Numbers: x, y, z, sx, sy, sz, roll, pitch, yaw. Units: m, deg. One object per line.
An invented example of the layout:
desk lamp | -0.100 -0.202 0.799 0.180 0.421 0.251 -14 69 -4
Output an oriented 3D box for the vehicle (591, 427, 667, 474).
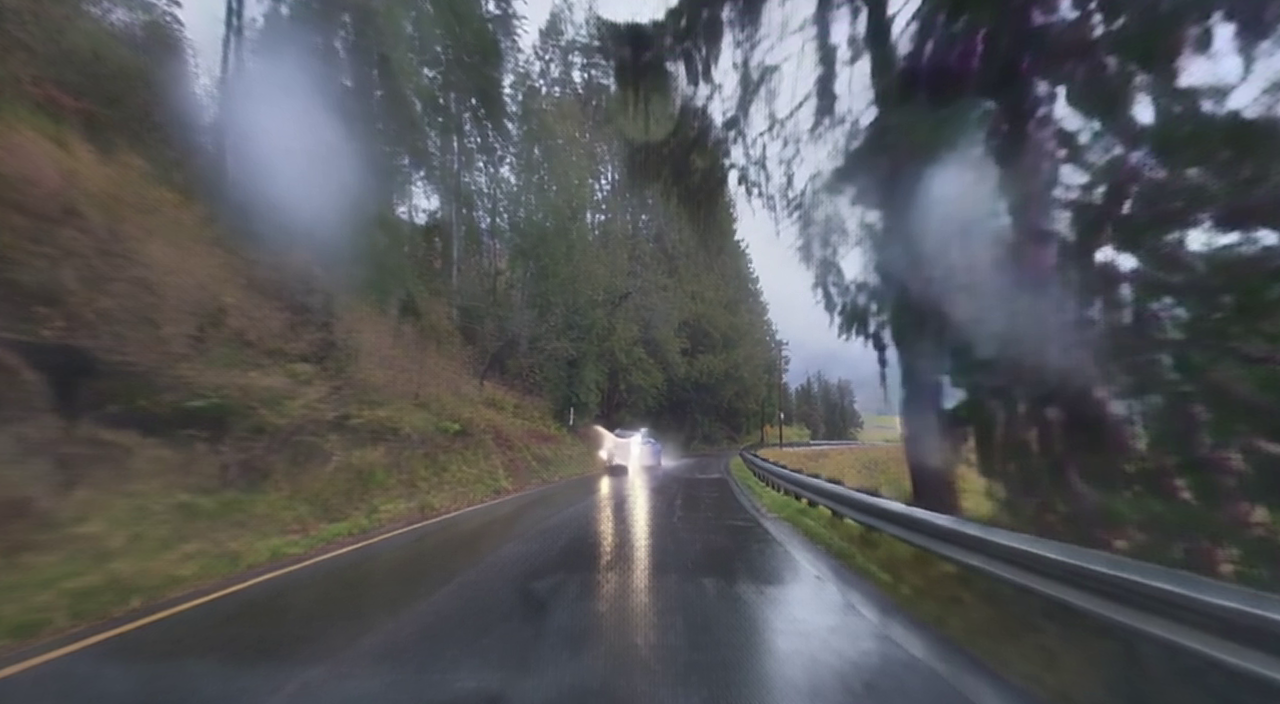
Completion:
vehicle | -0.336 4.188 26.939 2.251 1.799 4.776 -2 -9 11
